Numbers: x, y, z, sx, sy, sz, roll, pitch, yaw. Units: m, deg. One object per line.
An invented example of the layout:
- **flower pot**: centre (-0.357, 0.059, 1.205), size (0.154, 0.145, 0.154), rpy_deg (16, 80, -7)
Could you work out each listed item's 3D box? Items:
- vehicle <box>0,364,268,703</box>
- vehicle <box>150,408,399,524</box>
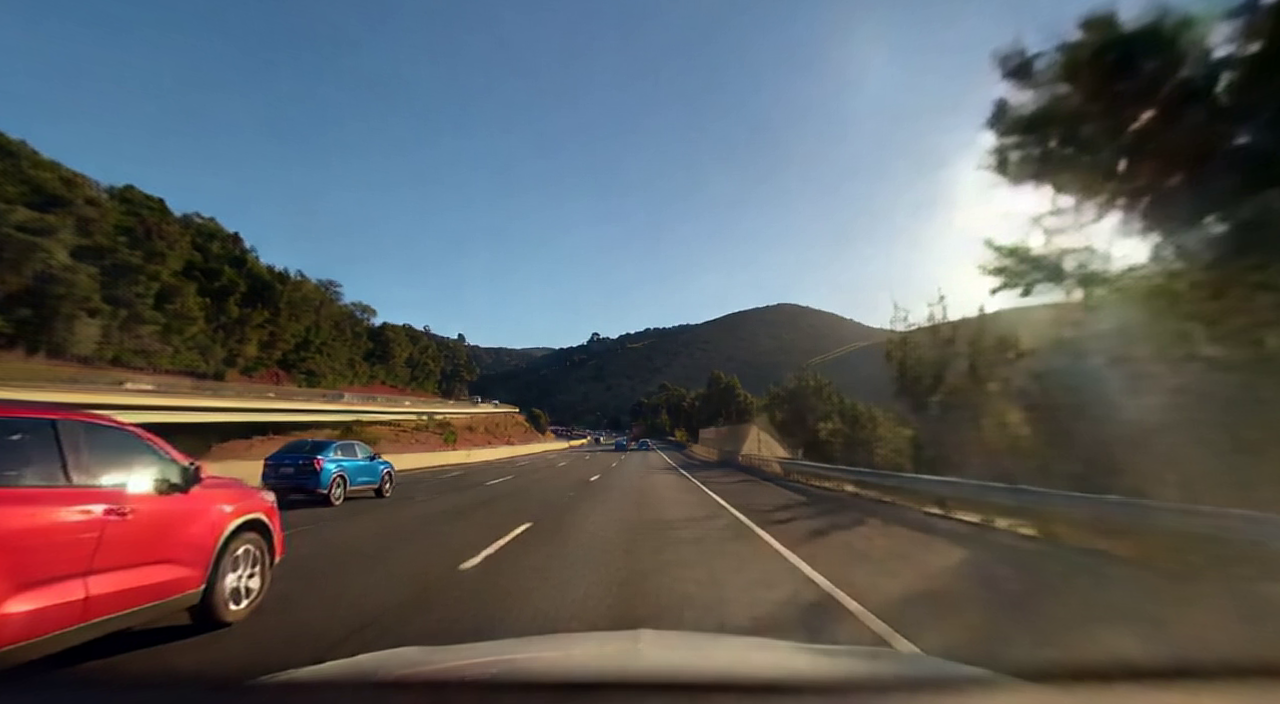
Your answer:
- **vehicle**: centre (-3.712, 0.847, 2.374), size (1.983, 1.663, 4.290), rpy_deg (0, -9, 0)
- **vehicle**: centre (-7.120, 2.291, 13.144), size (2.151, 1.925, 4.945), rpy_deg (0, -9, 1)
